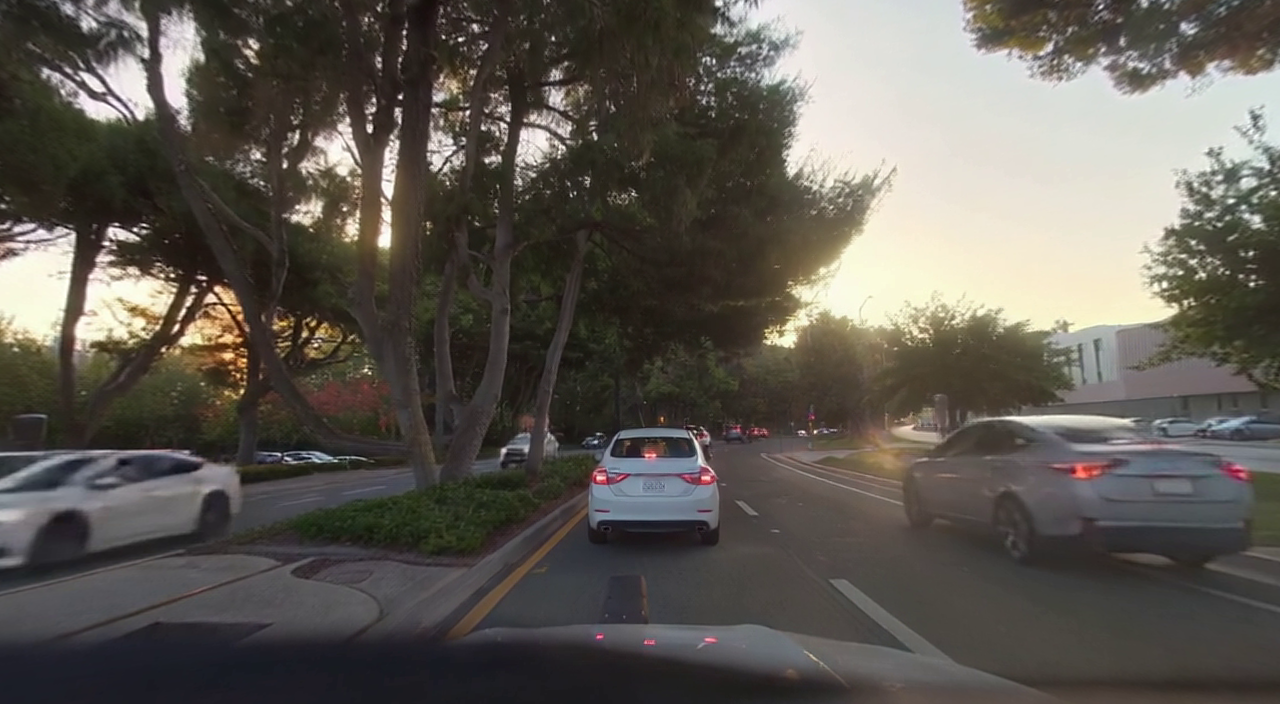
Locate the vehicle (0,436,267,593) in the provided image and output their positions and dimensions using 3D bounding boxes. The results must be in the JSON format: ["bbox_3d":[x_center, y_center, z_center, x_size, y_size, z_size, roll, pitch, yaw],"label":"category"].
[{"bbox_3d":[-7.036,1.815,7.789,1.923,1.492,4.577,-1,-8,2],"label":"vehicle"}]

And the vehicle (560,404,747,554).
[{"bbox_3d":[0.197,1.773,9.434,2.154,1.710,4.128,-1,-8,1],"label":"vehicle"}]

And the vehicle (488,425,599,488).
[{"bbox_3d":[-2.941,3.340,20.467,2.057,1.786,4.725,-2,-8,11],"label":"vehicle"}]

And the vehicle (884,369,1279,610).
[{"bbox_3d":[4.771,1.429,7.430,2.059,1.864,4.700,2,-8,2],"label":"vehicle"}]
